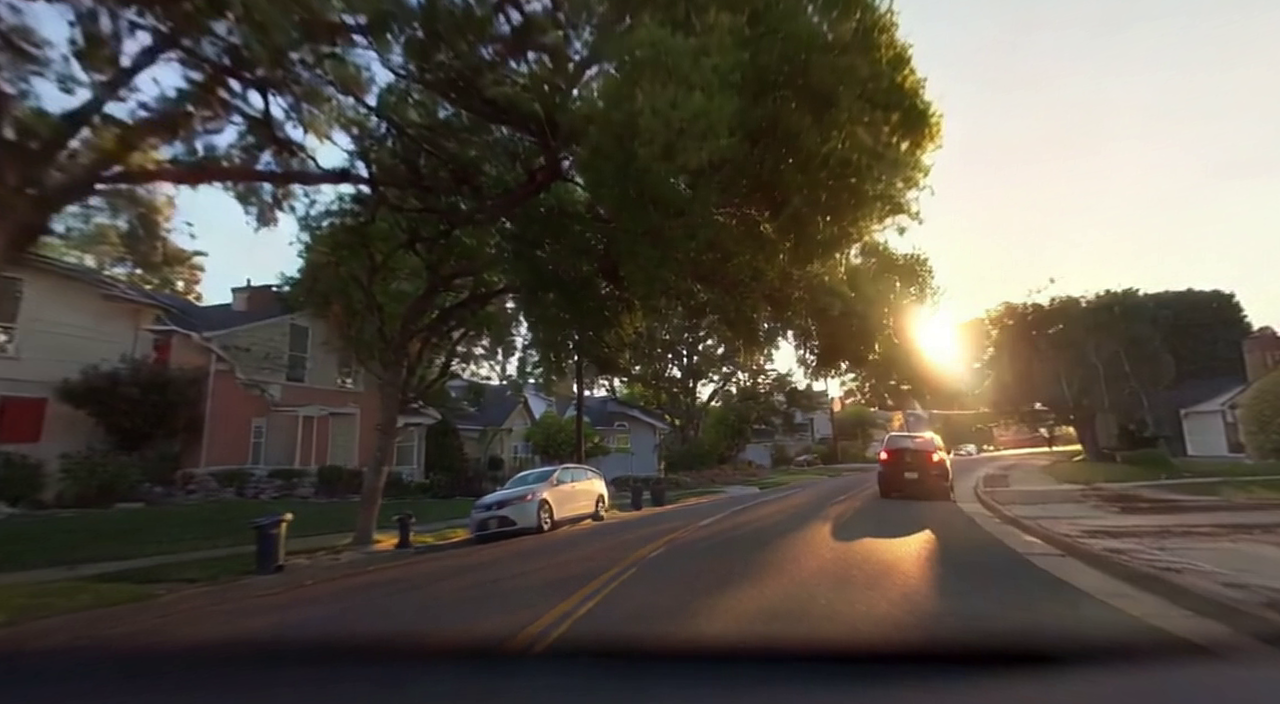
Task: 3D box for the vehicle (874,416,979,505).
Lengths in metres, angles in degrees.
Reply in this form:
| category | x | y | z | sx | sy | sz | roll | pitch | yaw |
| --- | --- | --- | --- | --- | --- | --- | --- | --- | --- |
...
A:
| category | x | y | z | sx | sy | sz | roll | pitch | yaw |
| --- | --- | --- | --- | --- | --- | --- | --- | --- | --- |
| vehicle | 7.730 | 2.816 | 16.770 | 2.086 | 1.974 | 4.890 | -5 | -10 | 28 |

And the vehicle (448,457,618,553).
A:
| category | x | y | z | sx | sy | sz | roll | pitch | yaw |
| --- | --- | --- | --- | --- | --- | --- | --- | --- | --- |
| vehicle | -2.464 | 3.672 | 15.970 | 2.039 | 1.949 | 4.511 | -4 | -9 | 24 |
